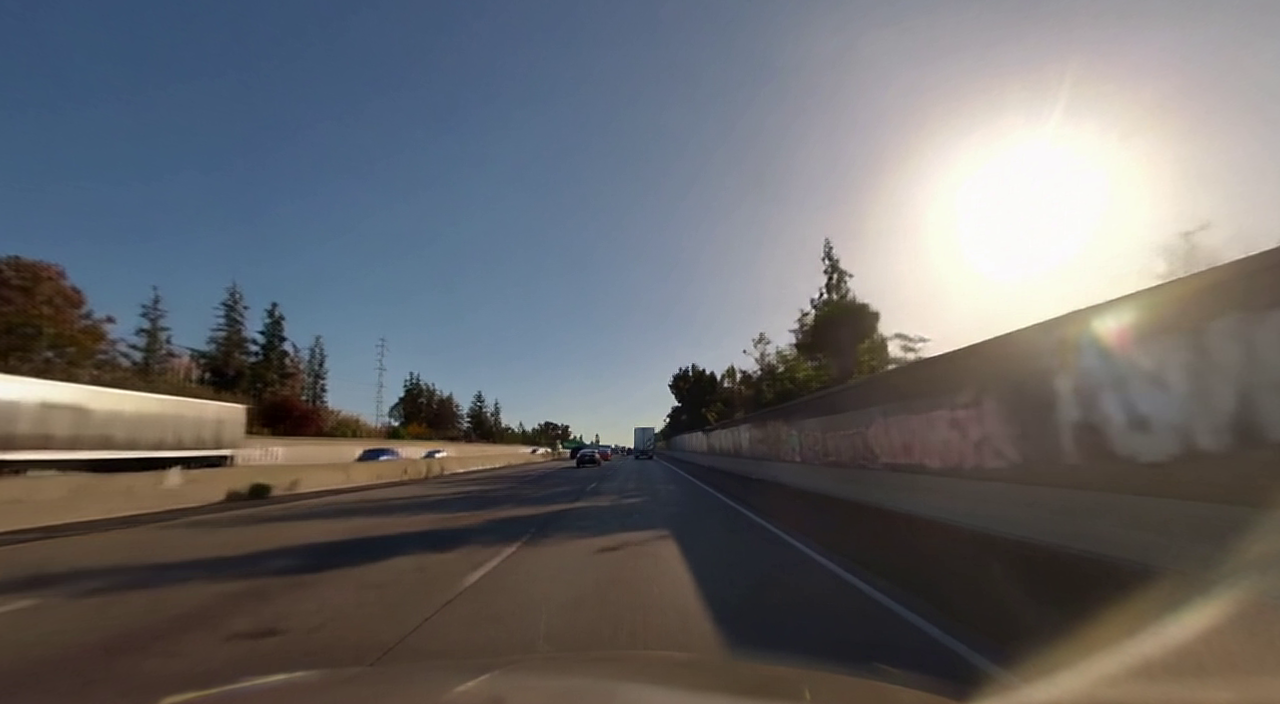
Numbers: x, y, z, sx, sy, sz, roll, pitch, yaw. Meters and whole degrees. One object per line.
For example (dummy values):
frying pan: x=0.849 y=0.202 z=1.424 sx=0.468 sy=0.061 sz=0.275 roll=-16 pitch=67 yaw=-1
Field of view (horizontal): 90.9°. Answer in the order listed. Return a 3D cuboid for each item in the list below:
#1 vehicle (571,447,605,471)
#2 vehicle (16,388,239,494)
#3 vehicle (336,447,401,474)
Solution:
vehicle: x=-3.287 y=6.854 z=40.529 sx=1.803 sy=1.466 sz=4.509 roll=0 pitch=-9 yaw=0
vehicle: x=-22.075 y=4.008 z=28.095 sx=2.850 sy=4.006 sz=8.213 roll=0 pitch=-9 yaw=0
vehicle: x=-17.998 y=7.186 z=42.063 sx=1.980 sy=1.638 sz=5.194 roll=0 pitch=-9 yaw=0
